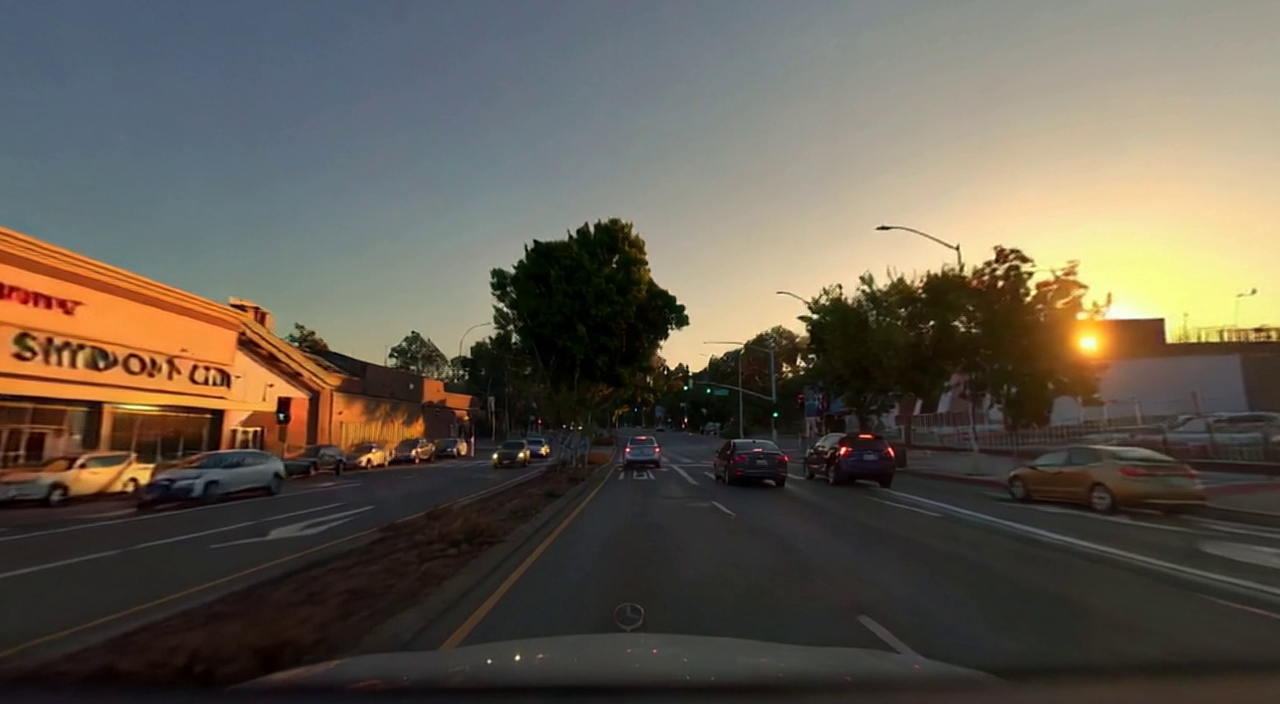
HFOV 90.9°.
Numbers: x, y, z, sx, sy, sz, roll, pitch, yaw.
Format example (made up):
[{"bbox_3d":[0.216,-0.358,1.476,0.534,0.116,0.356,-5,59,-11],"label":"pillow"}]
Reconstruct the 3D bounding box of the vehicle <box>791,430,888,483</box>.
[{"bbox_3d":[7.081,3.743,22.930,2.040,1.738,4.414,0,-8,-1],"label":"vehicle"}]

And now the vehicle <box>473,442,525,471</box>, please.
[{"bbox_3d":[-7.843,5.831,35.449,2.102,1.496,4.465,0,-8,-3],"label":"vehicle"}]

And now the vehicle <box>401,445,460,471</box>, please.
[{"bbox_3d":[-12.613,6.387,38.280,1.887,1.453,4.696,0,-8,1],"label":"vehicle"}]

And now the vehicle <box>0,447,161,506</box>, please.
[{"bbox_3d":[-18.936,4.088,21.223,1.904,1.685,4.774,0,-8,0],"label":"vehicle"}]

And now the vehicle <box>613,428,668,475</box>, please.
[{"bbox_3d":[0.038,4.321,27.606,2.210,1.861,4.280,0,-8,1],"label":"vehicle"}]

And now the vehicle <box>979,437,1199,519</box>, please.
[{"bbox_3d":[10.263,2.838,14.981,1.845,1.454,4.620,0,-6,0],"label":"vehicle"}]

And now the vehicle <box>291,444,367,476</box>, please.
[{"bbox_3d":[-18.813,6.549,38.431,2.111,1.799,4.898,0,-9,1],"label":"vehicle"}]

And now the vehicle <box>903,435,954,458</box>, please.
[{"bbox_3d":[19.924,6.542,43.716,1.807,1.491,3.858,-1,-8,2],"label":"vehicle"}]

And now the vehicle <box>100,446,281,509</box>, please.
[{"bbox_3d":[-12.215,3.387,17.536,2.087,1.499,3.939,0,-8,0],"label":"vehicle"}]

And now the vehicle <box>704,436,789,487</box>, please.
[{"bbox_3d":[3.375,3.580,20.968,1.963,1.484,4.609,0,-8,-1],"label":"vehicle"}]
